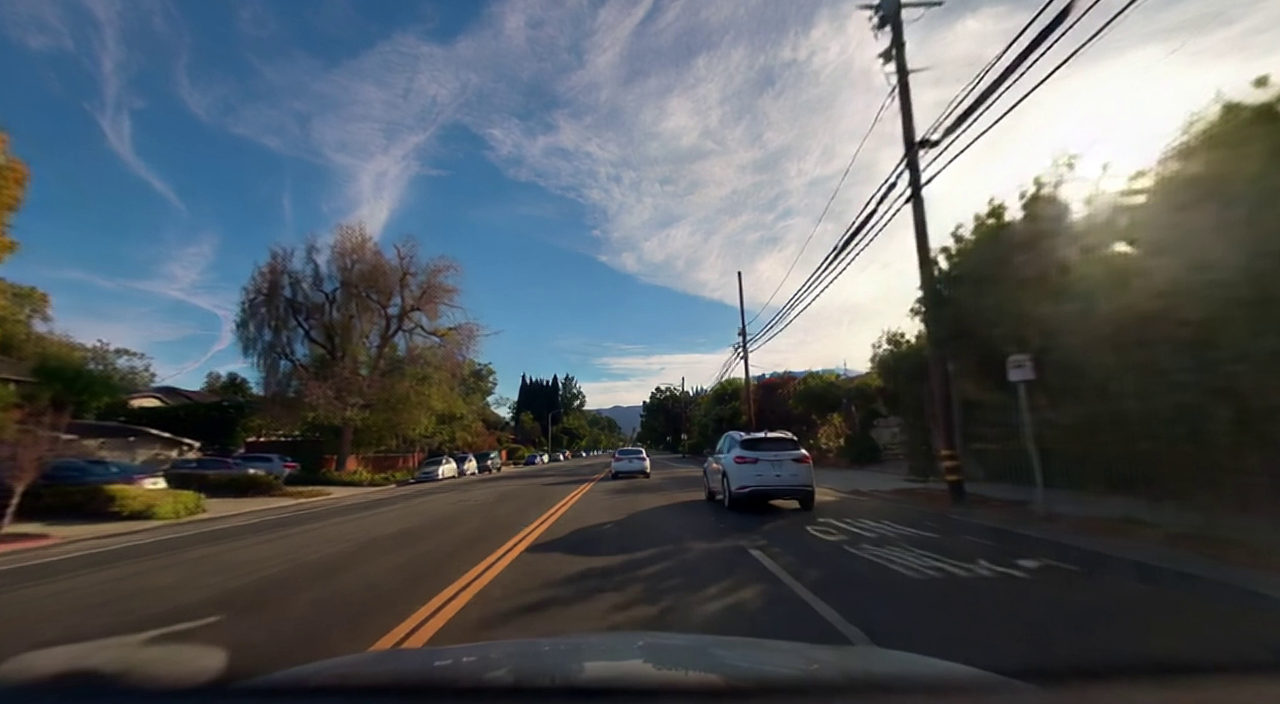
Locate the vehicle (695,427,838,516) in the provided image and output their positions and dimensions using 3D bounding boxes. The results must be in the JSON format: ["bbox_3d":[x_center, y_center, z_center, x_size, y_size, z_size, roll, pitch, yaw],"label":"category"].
[{"bbox_3d":[2.766,2.753,15.138,2.200,1.763,4.676,1,-8,-3],"label":"vehicle"}]

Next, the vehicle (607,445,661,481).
[{"bbox_3d":[-0.284,4.824,27.774,2.196,1.449,4.006,0,-8,-1],"label":"vehicle"}]

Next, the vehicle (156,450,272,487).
[{"bbox_3d":[-21.035,5.734,31.357,4.240,1.717,2.043,0,-9,-2],"label":"vehicle"}]

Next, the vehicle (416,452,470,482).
[{"bbox_3d":[-12.283,7.174,39.699,2.044,1.534,4.554,-4,-8,-2],"label":"vehicle"}]
